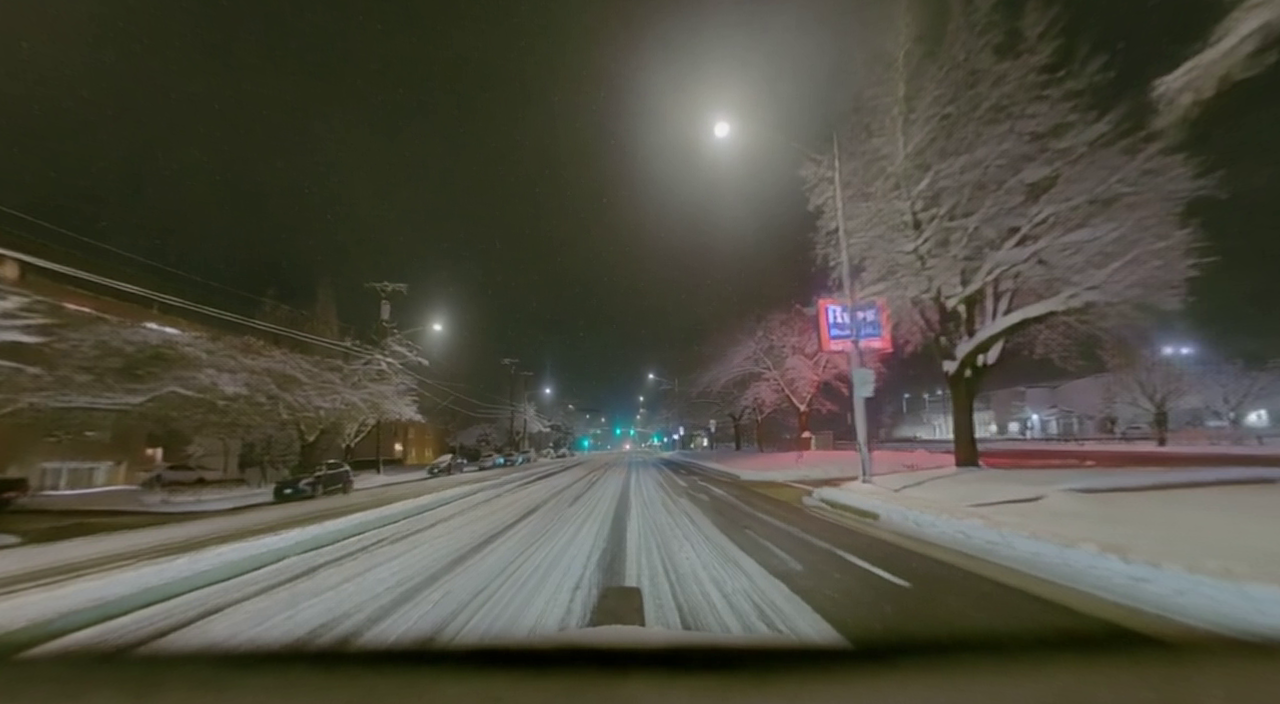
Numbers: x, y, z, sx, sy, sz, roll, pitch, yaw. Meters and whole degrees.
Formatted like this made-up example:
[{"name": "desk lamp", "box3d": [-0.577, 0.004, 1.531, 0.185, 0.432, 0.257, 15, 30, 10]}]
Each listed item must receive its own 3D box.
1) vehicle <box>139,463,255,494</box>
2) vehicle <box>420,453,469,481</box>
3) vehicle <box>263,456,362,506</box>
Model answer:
[{"name": "vehicle", "box3d": [-23.576, 6.746, 33.770, 4.718, 1.500, 1.943, 0, -9, 0]}, {"name": "vehicle", "box3d": [-12.871, 7.569, 41.810, 1.986, 1.488, 4.330, -4, -8, -2]}, {"name": "vehicle", "box3d": [-12.752, 5.004, 24.873, 1.953, 1.558, 3.839, -5, -9, -2]}]
